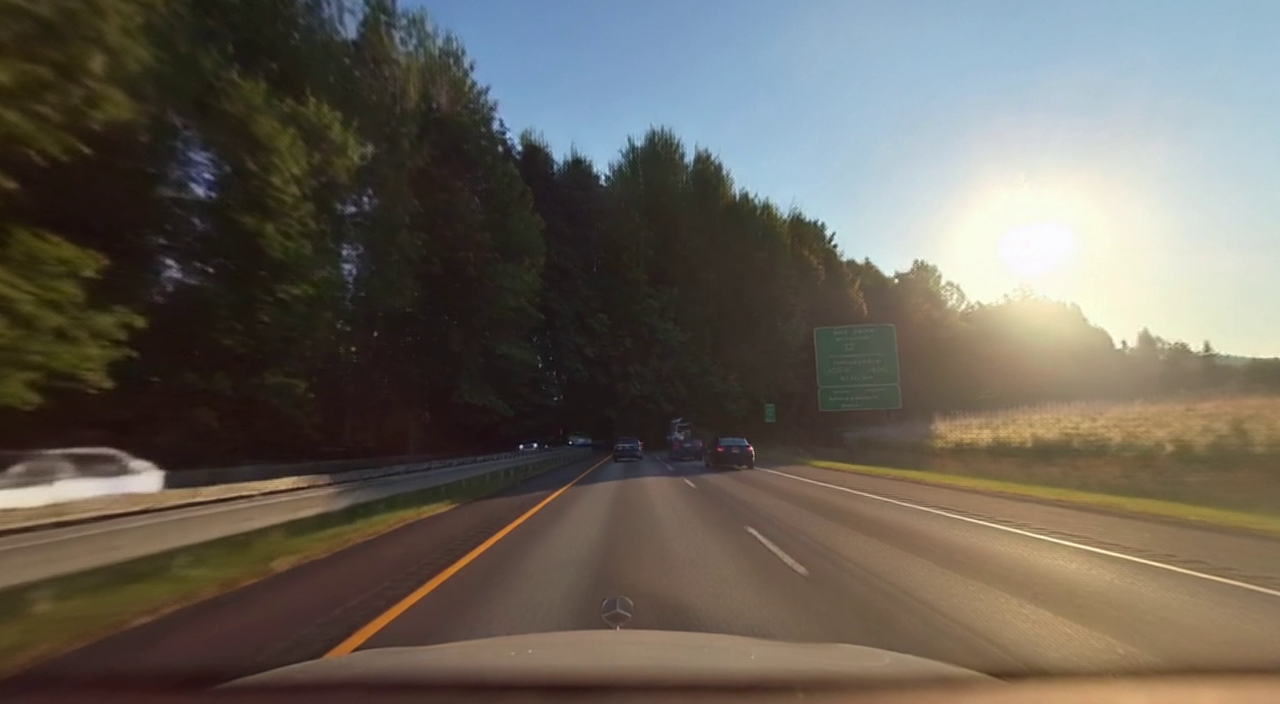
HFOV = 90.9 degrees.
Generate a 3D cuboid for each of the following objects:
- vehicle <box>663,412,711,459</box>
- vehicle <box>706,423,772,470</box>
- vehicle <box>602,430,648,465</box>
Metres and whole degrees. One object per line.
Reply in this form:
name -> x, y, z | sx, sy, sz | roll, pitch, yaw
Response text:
vehicle -> 3.166, 5.904, 44.673 | 2.728, 3.053, 7.708 | 0, -8, -1
vehicle -> 4.327, 4.189, 28.212 | 2.073, 1.905, 4.023 | 0, -8, -3
vehicle -> -0.771, 4.879, 32.490 | 2.206, 1.681, 4.111 | 0, -8, -1
